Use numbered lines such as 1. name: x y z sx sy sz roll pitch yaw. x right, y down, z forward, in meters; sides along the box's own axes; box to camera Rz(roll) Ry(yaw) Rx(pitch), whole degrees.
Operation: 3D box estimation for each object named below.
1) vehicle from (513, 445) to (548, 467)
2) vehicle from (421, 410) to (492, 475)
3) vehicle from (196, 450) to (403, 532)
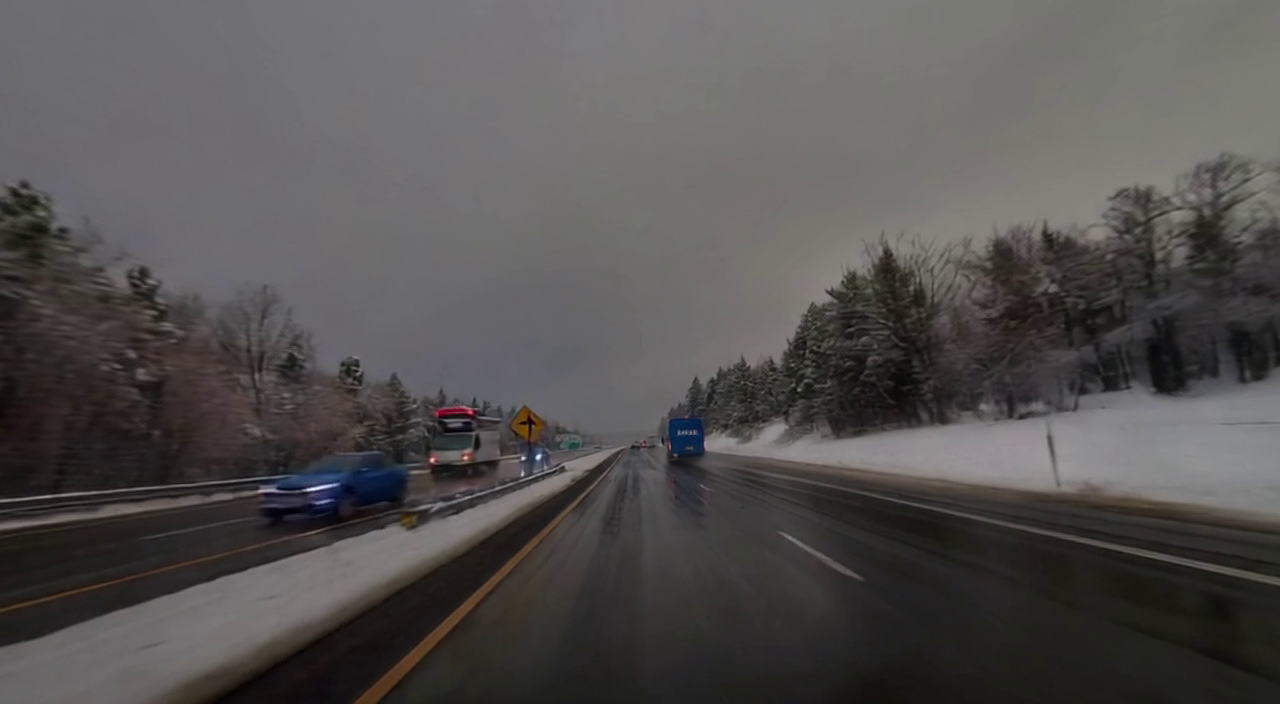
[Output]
1. vehicle: -8.286 7.897 47.968 1.891 1.534 4.239 0 -9 0
2. vehicle: -12.237 6.140 42.600 2.994 4.015 6.170 0 -9 -1
3. vehicle: -7.255 2.963 14.142 1.992 1.492 4.794 0 -9 0
